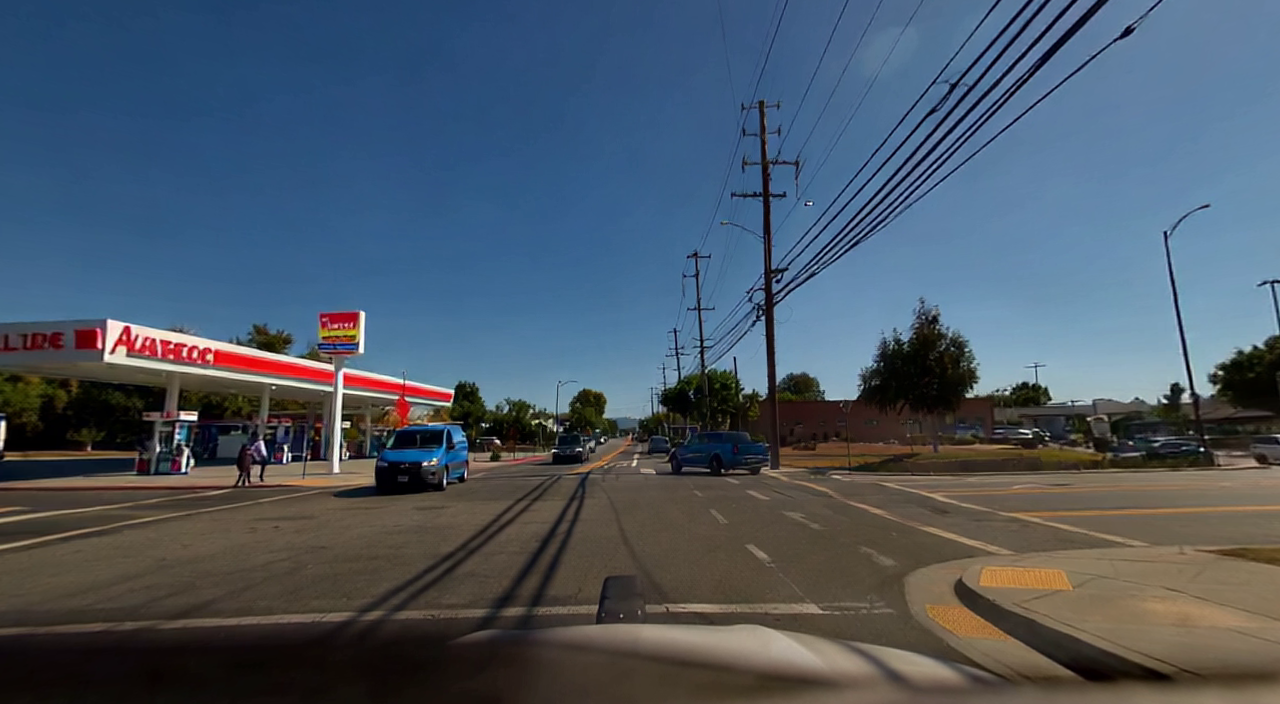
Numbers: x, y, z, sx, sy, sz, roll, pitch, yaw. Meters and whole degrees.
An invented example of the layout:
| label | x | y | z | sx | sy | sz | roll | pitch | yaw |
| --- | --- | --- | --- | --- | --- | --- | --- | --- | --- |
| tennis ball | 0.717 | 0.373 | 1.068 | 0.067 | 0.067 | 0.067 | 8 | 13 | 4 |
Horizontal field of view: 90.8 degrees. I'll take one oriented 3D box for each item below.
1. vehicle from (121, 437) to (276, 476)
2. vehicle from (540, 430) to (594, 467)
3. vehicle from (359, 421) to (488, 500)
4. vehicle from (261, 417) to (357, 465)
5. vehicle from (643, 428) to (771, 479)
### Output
| label | x | y | z | sx | sy | sz | roll | pitch | yaw |
| --- | --- | --- | --- | --- | --- | --- | --- | --- | --- |
| vehicle | -17.894 | 4.216 | 25.713 | 5.116 | 1.487 | 1.928 | -1 | -9 | 8 |
| vehicle | -3.923 | 5.292 | 34.662 | 2.274 | 1.844 | 4.843 | 0 | -9 | 1 |
| vehicle | -5.933 | 3.041 | 18.096 | 2.222 | 1.931 | 4.882 | 0 | -9 | -3 |
| vehicle | -17.166 | 4.675 | 33.089 | 2.499 | 2.309 | 4.613 | 0 | -9 | -1 |
| vehicle | 2.395 | 3.707 | 23.252 | 4.271 | 1.663 | 2.000 | -7 | -11 | 41 |
